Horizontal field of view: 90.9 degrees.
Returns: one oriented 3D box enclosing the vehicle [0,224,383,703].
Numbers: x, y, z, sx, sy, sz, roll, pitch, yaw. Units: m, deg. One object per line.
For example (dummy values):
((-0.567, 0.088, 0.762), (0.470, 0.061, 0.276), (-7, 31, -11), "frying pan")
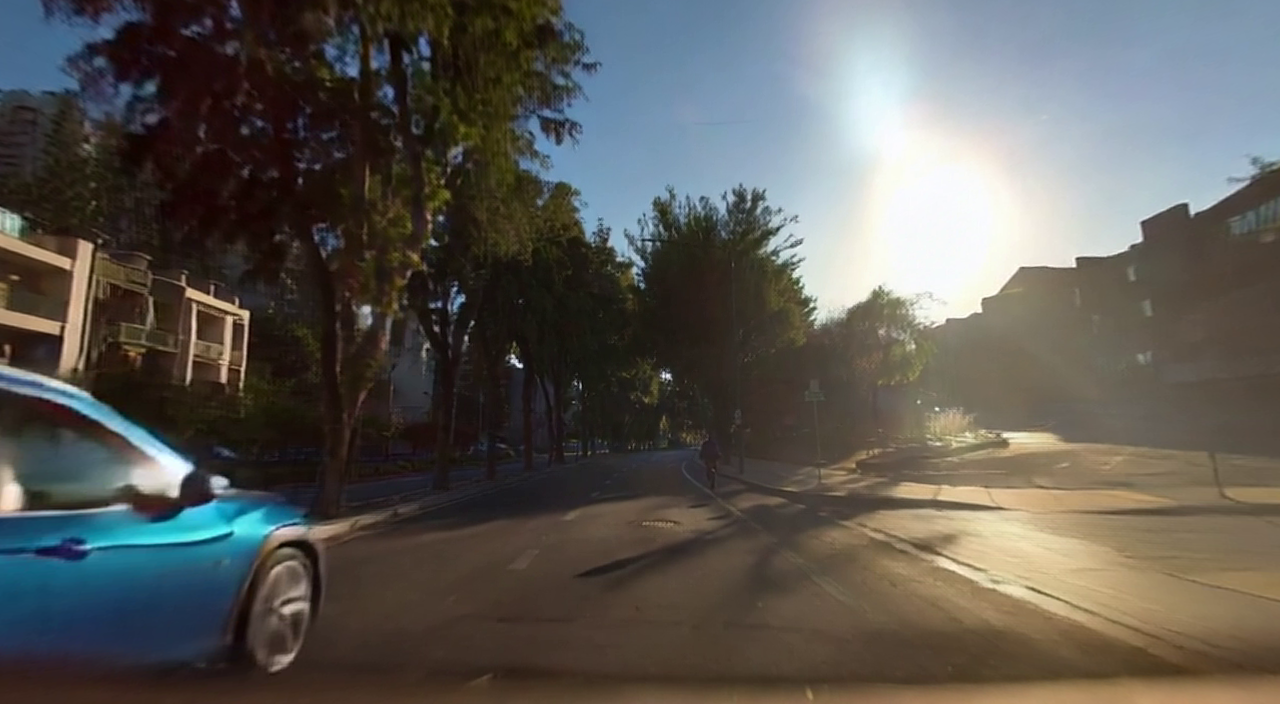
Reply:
((-2.848, 0.564, 1.404), (2.294, 1.859, 5.127), (0, -9, 1), "vehicle")
